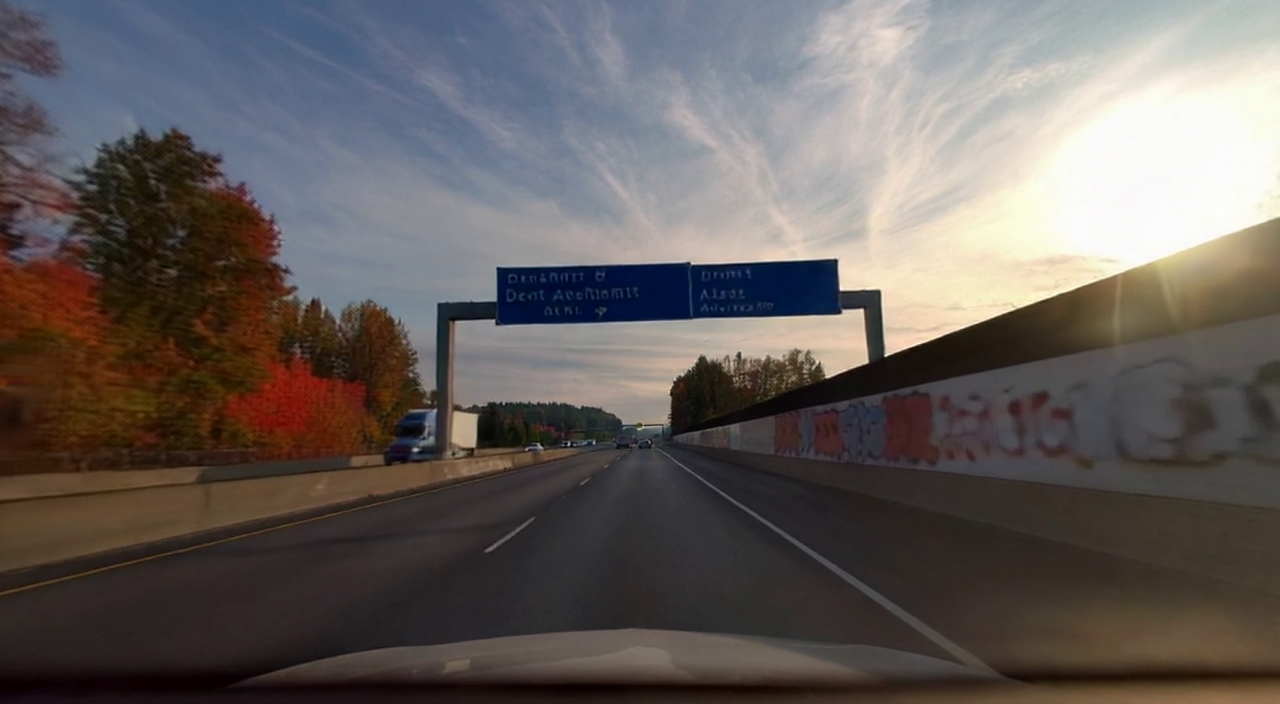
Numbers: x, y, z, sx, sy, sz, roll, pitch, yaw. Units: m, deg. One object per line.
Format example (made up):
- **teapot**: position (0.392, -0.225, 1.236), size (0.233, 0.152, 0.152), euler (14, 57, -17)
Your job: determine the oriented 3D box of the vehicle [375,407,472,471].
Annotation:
- **vehicle**: position (-14.480, 5.997, 43.215), size (2.975, 3.820, 9.856), euler (0, -8, 1)
